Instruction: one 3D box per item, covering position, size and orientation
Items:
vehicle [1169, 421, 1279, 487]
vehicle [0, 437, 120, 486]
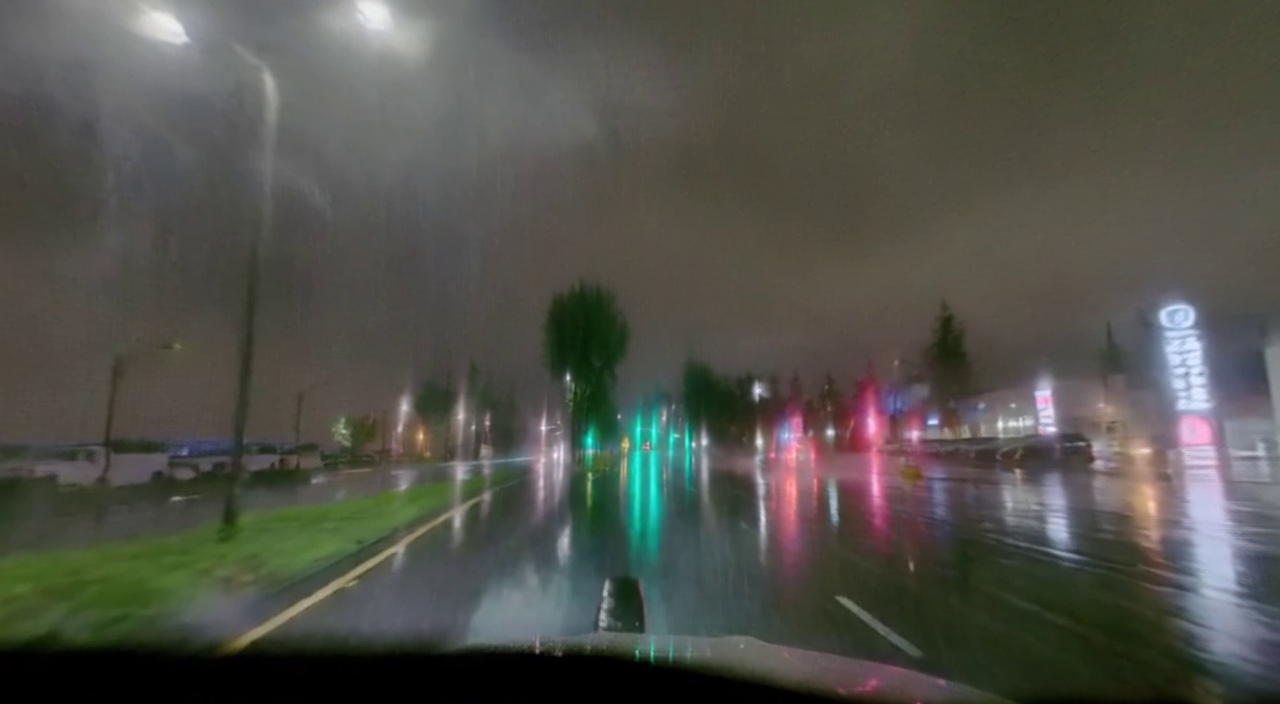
[{"bbox_3d":[20.261,3.176,19.749,5.392,1.923,2.156,0,-9,0],"label":"vehicle"},{"bbox_3d":[-25.454,4.615,26.439,5.442,1.851,2.152,-2,-9,1],"label":"vehicle"}]
